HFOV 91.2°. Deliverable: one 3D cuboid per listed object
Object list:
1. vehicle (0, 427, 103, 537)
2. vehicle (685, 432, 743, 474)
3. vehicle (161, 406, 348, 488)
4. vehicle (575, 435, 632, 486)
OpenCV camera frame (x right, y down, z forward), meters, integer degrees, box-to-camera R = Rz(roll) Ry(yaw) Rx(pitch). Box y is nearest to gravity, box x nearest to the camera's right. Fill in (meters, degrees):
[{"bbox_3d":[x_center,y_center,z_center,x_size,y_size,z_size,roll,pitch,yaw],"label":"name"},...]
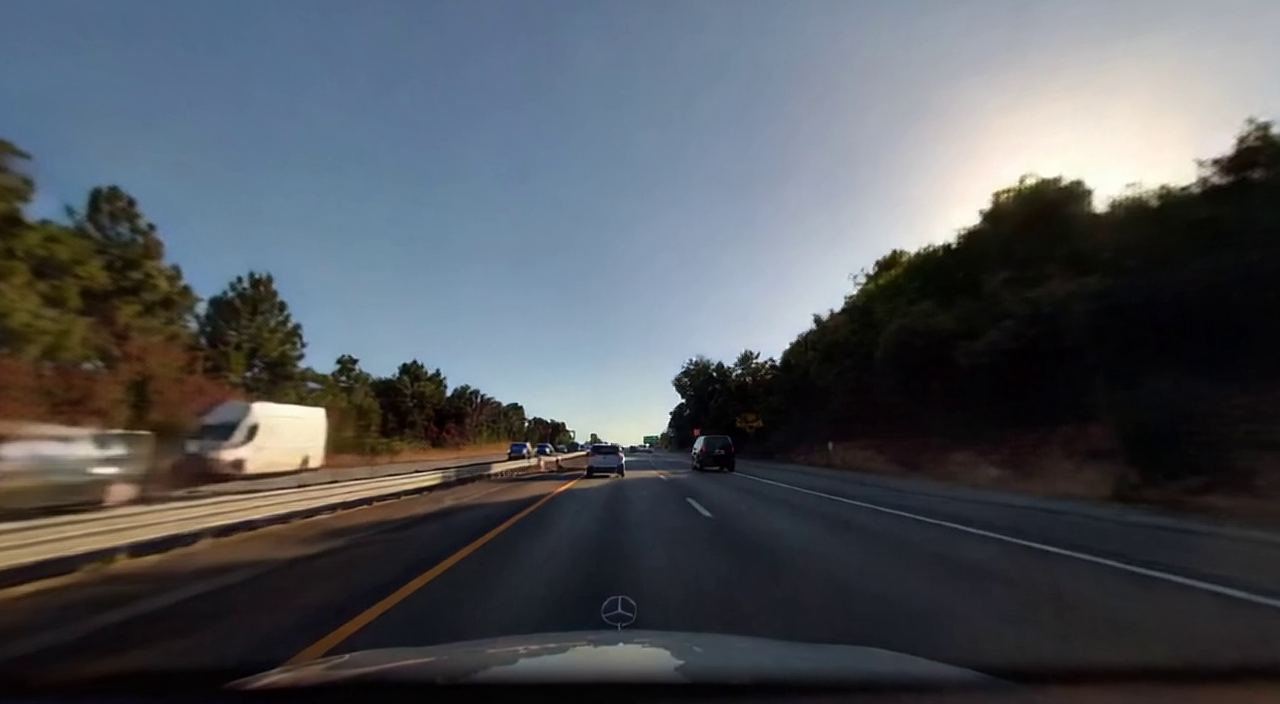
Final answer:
[{"bbox_3d":[-9.976,1.722,8.106,1.932,1.530,4.684,0,-9,-1],"label":"vehicle"},{"bbox_3d":[3.612,5.074,31.529,2.179,1.930,4.538,0,-9,-2],"label":"vehicle"},{"bbox_3d":[-14.162,3.627,23.907,2.732,2.600,7.051,0,-9,-1],"label":"vehicle"},{"bbox_3d":[-1.319,4.085,23.851,1.963,1.711,4.284,0,-9,-1],"label":"vehicle"}]
